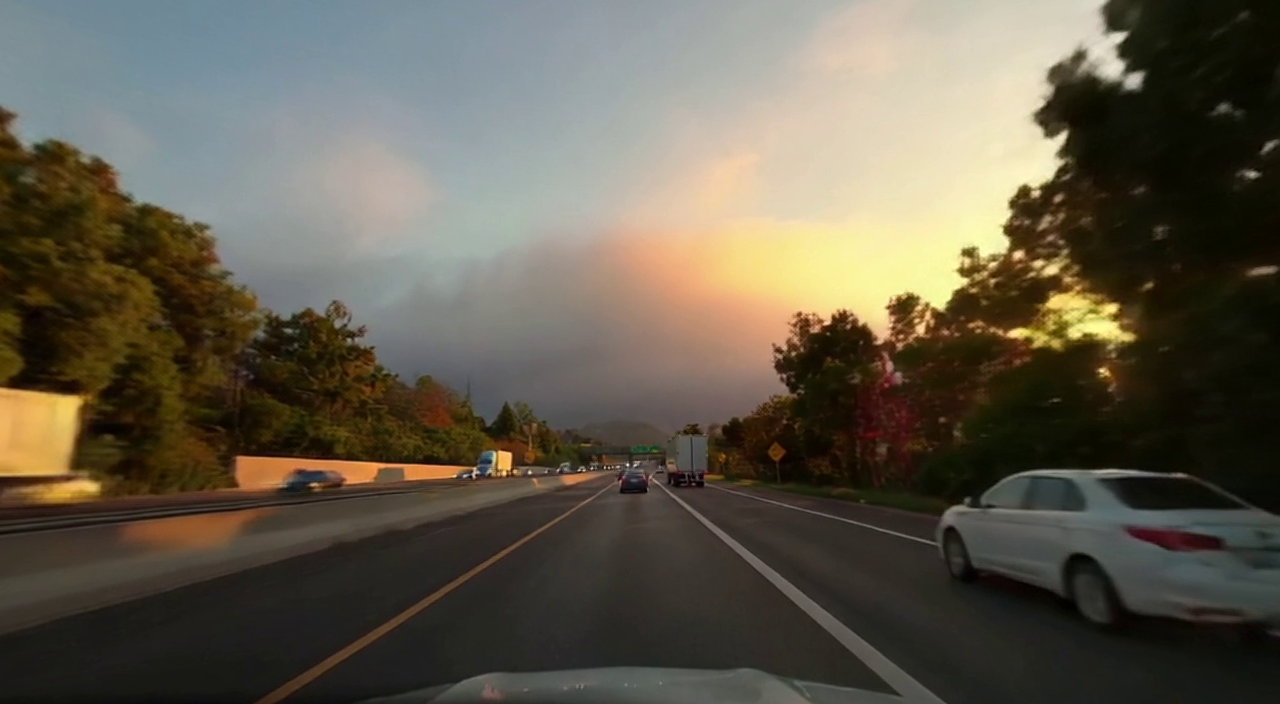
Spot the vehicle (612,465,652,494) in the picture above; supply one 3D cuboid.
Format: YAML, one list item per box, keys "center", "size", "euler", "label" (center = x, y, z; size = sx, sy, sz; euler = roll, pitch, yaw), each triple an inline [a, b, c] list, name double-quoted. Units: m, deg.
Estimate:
- center: [-0.464, 6.926, 34.338]
  size: [2.010, 1.436, 3.973]
  euler: [1, -10, -1]
  label: "vehicle"

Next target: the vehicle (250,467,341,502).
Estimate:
- center: [-16.283, 6.263, 30.047]
  size: [1.897, 1.510, 4.299]
  euler: [1, -10, 0]
  label: "vehicle"

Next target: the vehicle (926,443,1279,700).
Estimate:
- center: [4.649, 1.689, 5.858]
  size: [1.897, 1.476, 4.334]
  euler: [1, -10, -1]
  label: "vehicle"
